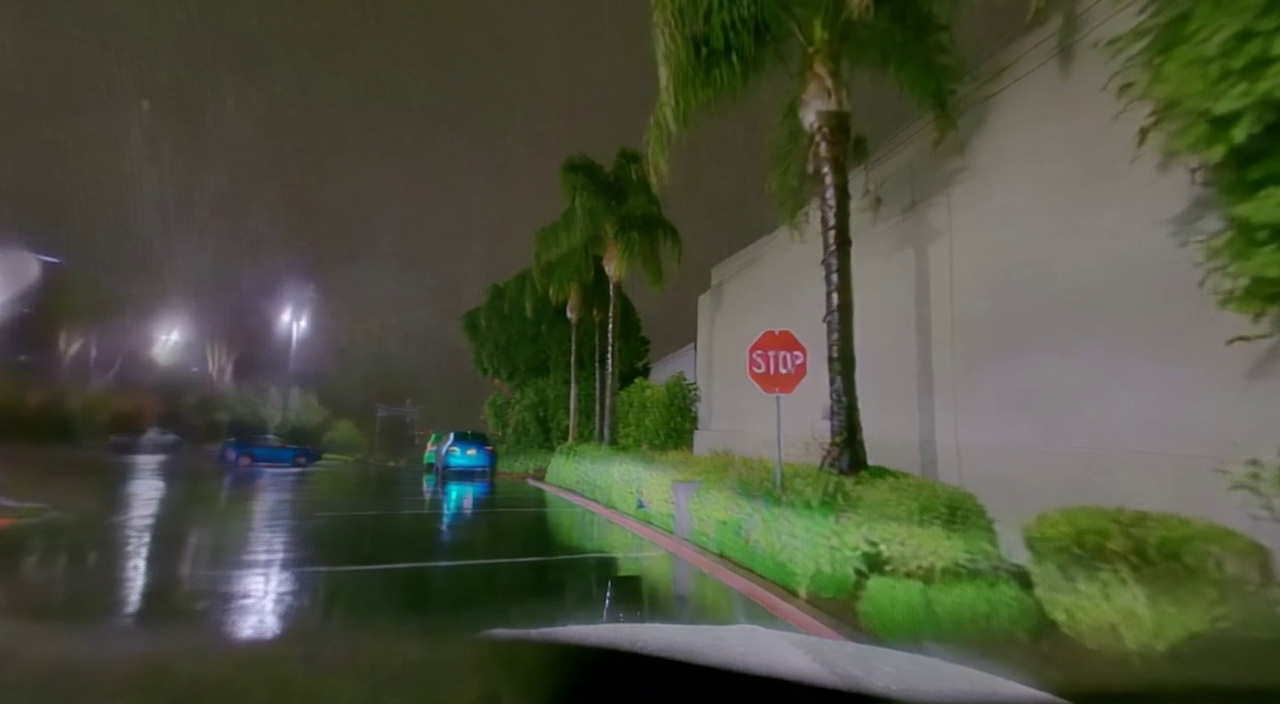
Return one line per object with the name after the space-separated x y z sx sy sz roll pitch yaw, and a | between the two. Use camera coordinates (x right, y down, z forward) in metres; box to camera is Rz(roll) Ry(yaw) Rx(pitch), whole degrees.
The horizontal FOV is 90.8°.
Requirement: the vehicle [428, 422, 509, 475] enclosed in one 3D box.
-6.383 3.529 23.134 2.071 1.700 4.367 4 -10 -25 | vehicle

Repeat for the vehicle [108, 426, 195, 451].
-32.678 5.843 42.369 4.457 1.552 1.748 7 -11 -37 | vehicle
